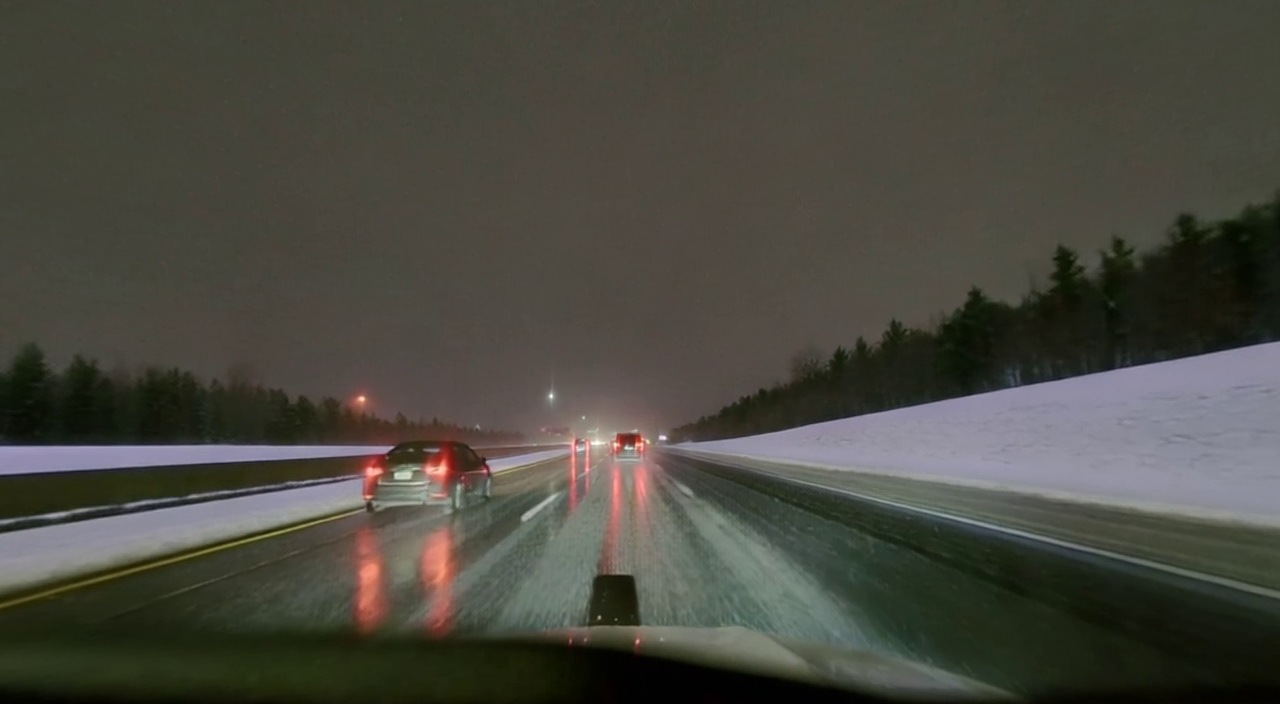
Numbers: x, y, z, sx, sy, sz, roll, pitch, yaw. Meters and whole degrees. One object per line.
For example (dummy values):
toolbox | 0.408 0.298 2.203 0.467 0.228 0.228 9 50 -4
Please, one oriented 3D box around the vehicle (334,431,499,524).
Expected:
vehicle | -4.244 2.416 12.667 1.945 1.550 3.780 0 -8 0

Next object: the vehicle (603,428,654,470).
vehicle | -0.598 4.873 31.815 2.382 1.973 4.439 0 -8 -2
